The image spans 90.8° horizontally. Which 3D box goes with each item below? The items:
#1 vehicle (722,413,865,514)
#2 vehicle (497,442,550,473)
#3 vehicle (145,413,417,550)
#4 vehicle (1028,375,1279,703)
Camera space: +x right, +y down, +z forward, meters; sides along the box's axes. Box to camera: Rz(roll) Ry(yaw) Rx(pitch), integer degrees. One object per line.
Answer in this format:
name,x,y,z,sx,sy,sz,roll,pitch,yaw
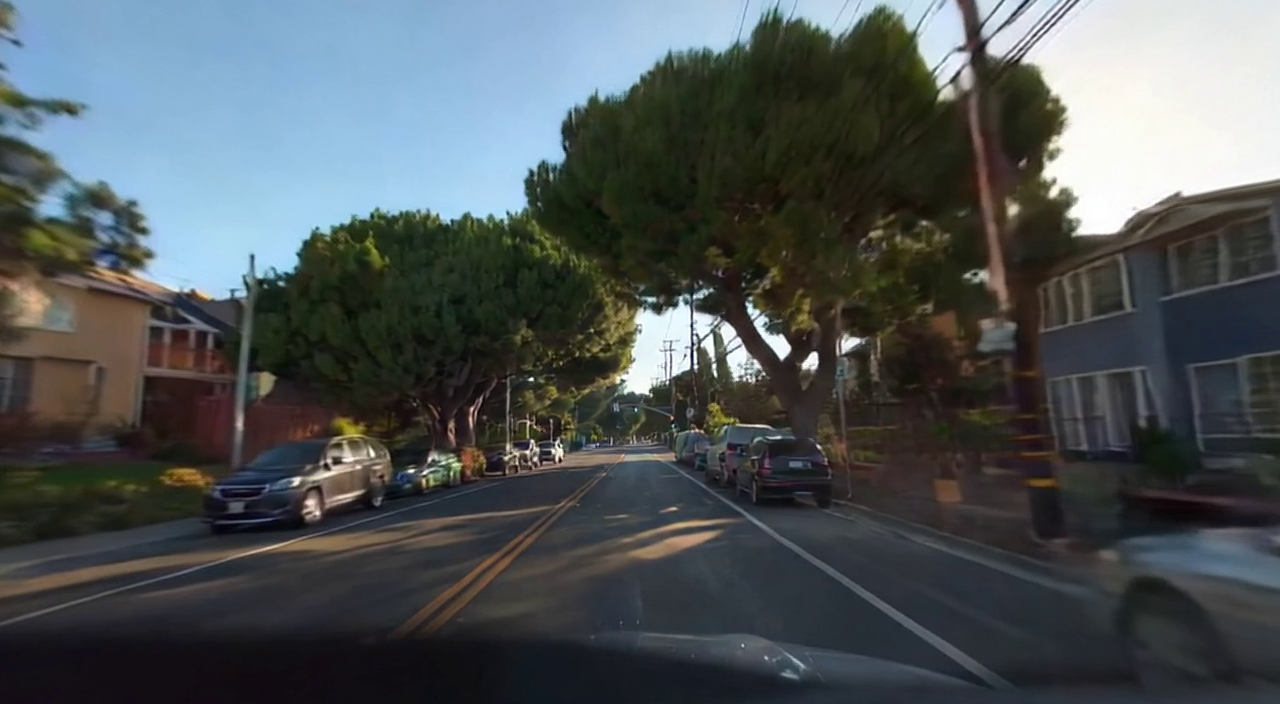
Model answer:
vehicle,3.367,2.593,15.190,2.065,1.953,5.359,0,-8,0
vehicle,-6.687,6.093,36.841,2.084,1.573,4.599,-2,-7,2
vehicle,-6.581,2.369,12.595,2.451,2.099,5.112,-1,-7,0
vehicle,3.471,0.724,1.355,2.158,1.560,4.865,0,-8,0
